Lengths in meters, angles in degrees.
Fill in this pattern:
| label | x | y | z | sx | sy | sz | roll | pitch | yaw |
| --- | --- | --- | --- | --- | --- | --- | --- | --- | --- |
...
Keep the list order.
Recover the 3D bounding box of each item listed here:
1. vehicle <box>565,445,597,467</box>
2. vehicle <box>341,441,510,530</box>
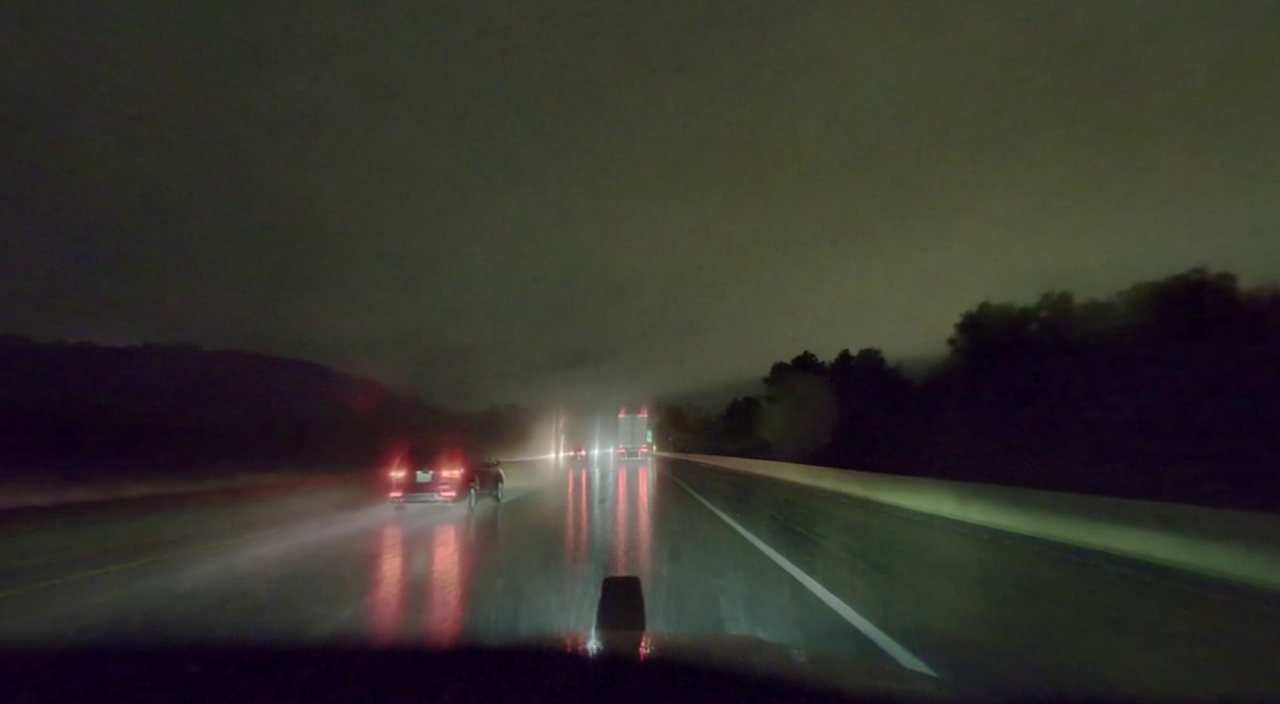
| label | x | y | z | sx | sy | sz | roll | pitch | yaw |
| --- | --- | --- | --- | --- | --- | --- | --- | --- | --- |
| vehicle | -4.593 | 8.199 | 49.825 | 2.115 | 1.668 | 4.217 | 0 | -9 | 0 |
| vehicle | -4.100 | 2.605 | 12.885 | 1.978 | 1.507 | 4.062 | 0 | -9 | 0 |
